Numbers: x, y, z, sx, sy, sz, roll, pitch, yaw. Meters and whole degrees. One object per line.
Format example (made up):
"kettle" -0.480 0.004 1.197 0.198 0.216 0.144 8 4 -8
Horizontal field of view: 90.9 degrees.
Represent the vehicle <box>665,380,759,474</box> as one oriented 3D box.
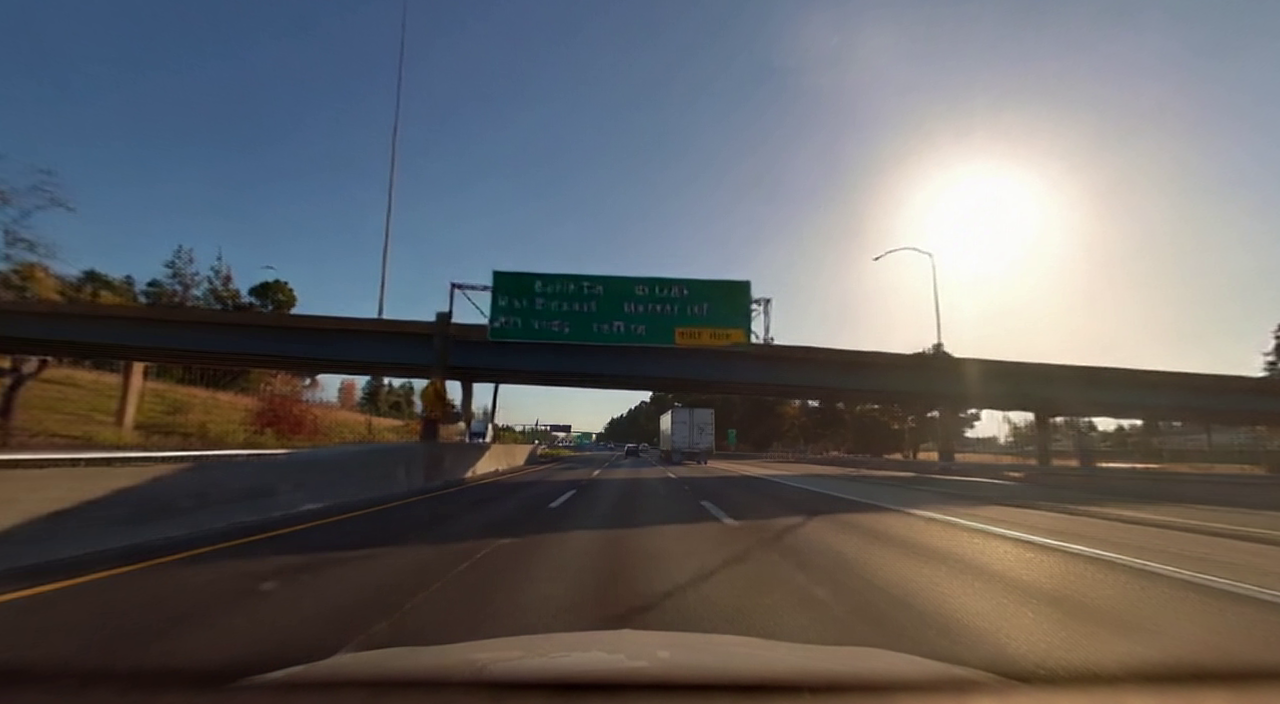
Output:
"vehicle" 3.543 4.486 35.795 3.323 4.262 14.056 0 -9 -2
